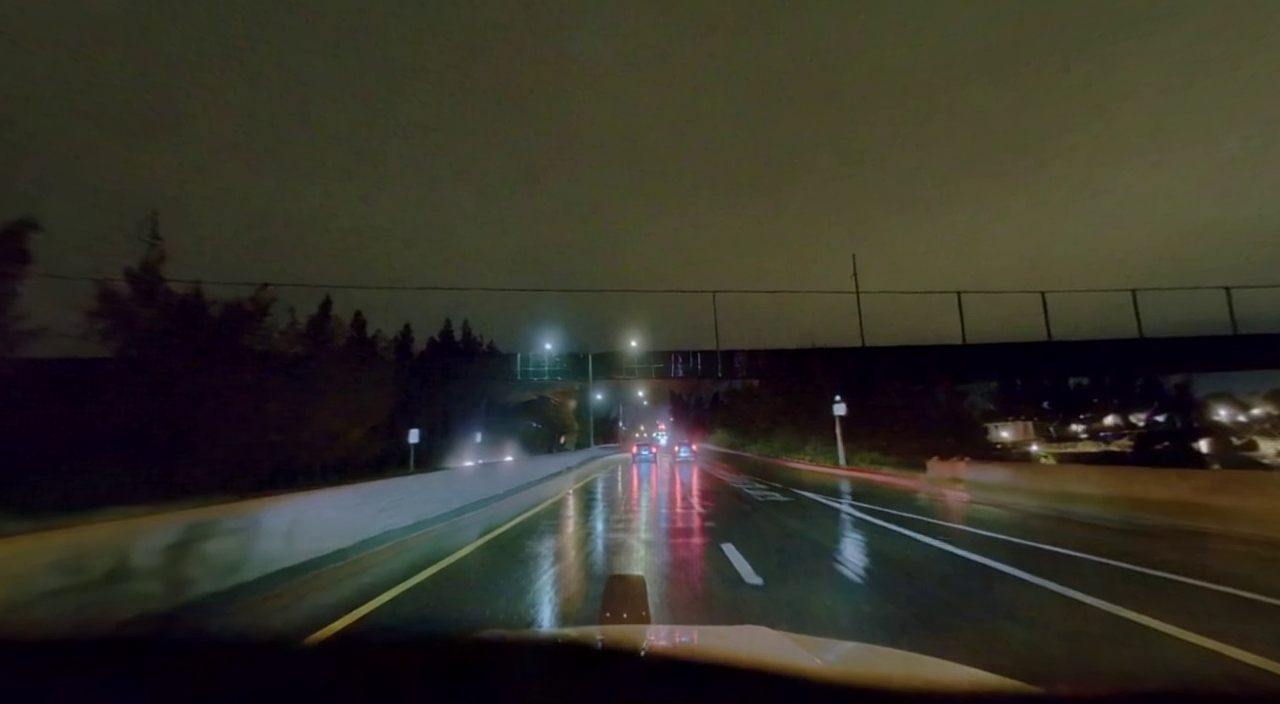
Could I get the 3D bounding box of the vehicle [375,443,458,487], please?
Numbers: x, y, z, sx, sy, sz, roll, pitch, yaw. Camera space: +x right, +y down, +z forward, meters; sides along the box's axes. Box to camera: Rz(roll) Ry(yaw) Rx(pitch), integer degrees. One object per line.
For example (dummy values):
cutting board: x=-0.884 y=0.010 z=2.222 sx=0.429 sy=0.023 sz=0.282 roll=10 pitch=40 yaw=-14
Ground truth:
vehicle: x=-10.436 y=5.275 z=29.902 sx=2.144 sy=1.835 sz=4.733 roll=1 pitch=-8 yaw=0
